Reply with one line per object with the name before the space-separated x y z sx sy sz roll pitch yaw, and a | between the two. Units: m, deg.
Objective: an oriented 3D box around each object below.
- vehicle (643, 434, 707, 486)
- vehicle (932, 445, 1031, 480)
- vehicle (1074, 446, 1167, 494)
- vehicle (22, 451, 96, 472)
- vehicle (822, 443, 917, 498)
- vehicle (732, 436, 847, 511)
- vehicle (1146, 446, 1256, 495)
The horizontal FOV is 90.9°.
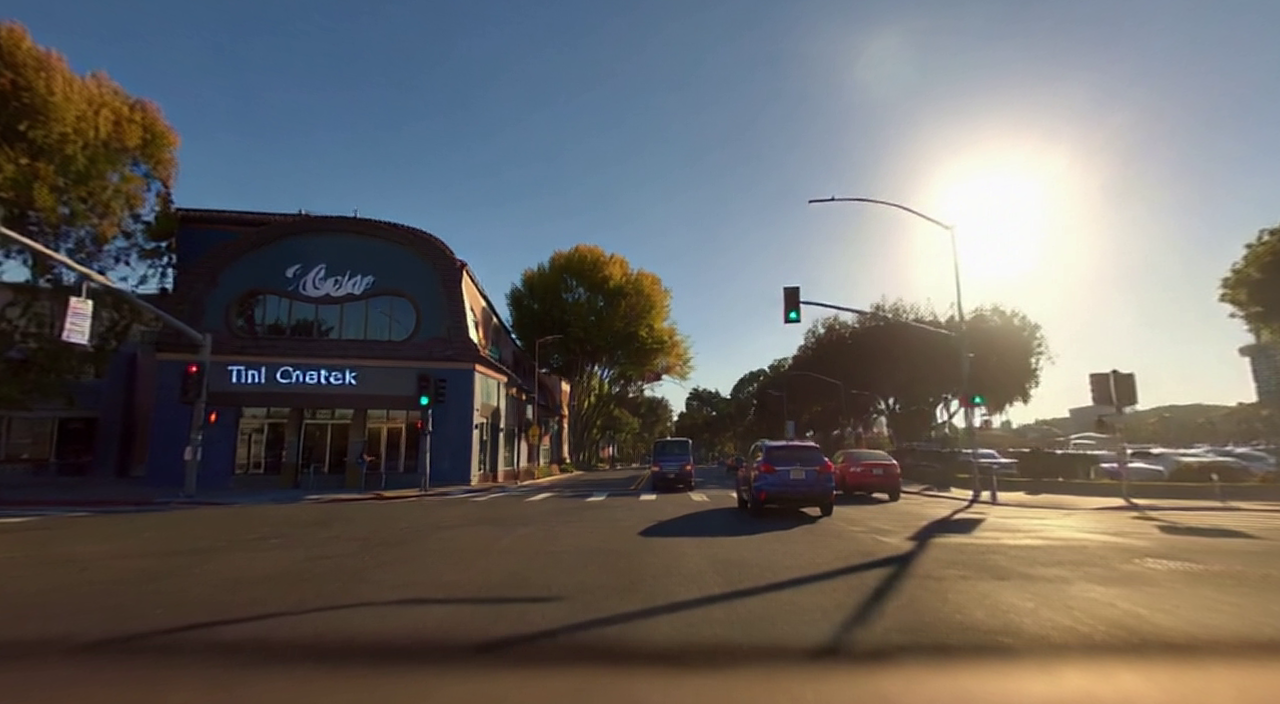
vehicle | 1.364 4.455 26.479 2.390 1.948 5.344 0 -8 1
vehicle | 17.130 5.523 31.867 1.924 1.579 4.084 3 -8 -18
vehicle | 17.484 4.258 23.143 1.875 1.543 3.853 -4 -9 26
vehicle | -40.504 7.621 43.994 3.391 1.379 1.562 3 -9 -24
vehicle | 7.673 3.944 21.495 1.792 1.682 4.089 0 -8 2
vehicle | 3.841 3.181 17.105 2.048 1.725 4.754 0 -8 1
vehicle | 19.848 4.151 22.489 1.791 1.520 3.649 -4 -9 24
